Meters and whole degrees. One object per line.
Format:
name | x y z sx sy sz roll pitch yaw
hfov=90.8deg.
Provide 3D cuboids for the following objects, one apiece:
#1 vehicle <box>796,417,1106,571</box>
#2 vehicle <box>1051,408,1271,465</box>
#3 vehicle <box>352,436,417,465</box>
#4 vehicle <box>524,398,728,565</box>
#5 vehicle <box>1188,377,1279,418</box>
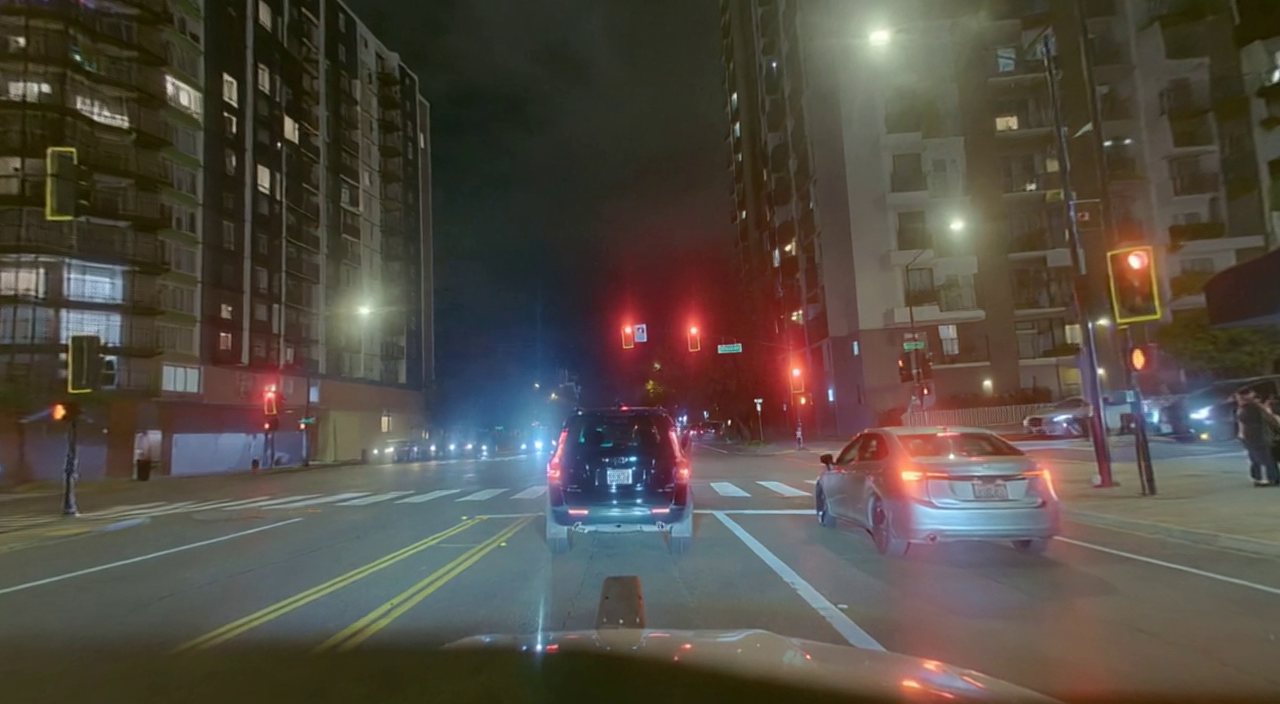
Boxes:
vehicle | 3.693 1.773 8.680 1.987 1.538 4.510 0 -8 0
vehicle | 14.282 2.365 17.555 4.354 1.466 1.863 0 -8 2
vehicle | -16.322 6.328 40.671 2.132 1.710 4.504 0 -8 2
vehicle | -0.132 1.699 8.906 2.168 1.776 4.135 0 -8 1
vehicle | 26.578 1.989 27.168 4.287 1.639 1.729 0 -8 1
